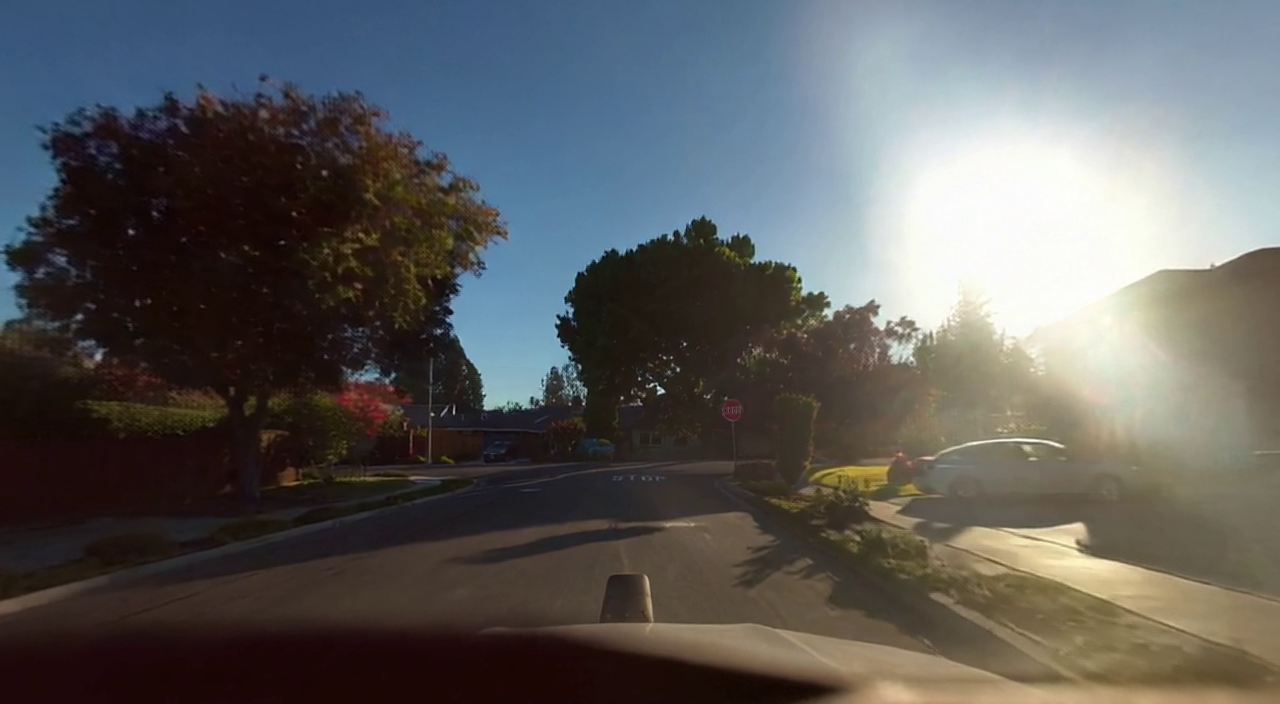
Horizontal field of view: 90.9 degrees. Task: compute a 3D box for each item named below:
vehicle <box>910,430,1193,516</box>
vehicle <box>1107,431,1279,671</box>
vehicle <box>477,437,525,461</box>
[{"bbox_3d":[8.071,2.400,12.926,4.477,1.506,1.834,-4,-9,26],"label":"vehicle"},{"bbox_3d":[5.910,1.226,4.078,4.229,1.402,1.811,-1,-9,3],"label":"vehicle"},{"bbox_3d":[-10.706,7.521,48.824,1.883,1.732,4.038,-2,-9,15],"label":"vehicle"}]
